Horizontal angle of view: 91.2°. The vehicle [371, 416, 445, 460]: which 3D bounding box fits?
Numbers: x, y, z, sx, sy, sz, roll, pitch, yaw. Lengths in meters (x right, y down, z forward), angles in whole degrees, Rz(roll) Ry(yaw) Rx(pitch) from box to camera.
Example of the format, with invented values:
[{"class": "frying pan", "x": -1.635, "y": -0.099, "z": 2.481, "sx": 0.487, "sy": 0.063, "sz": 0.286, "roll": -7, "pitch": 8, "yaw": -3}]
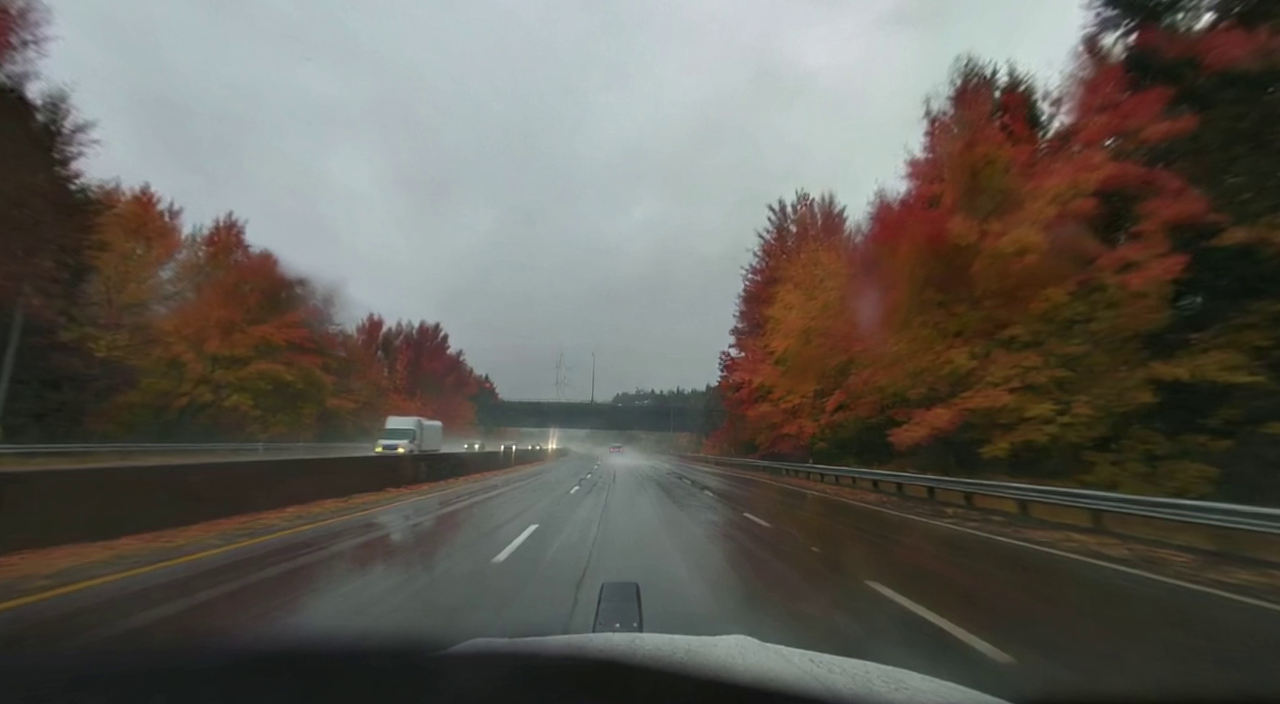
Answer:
[{"class": "vehicle", "x": -13.560, "y": 5.153, "z": 37.100, "sx": 2.240, "sy": 2.358, "sz": 5.859, "roll": 0, "pitch": -9, "yaw": -1}]
